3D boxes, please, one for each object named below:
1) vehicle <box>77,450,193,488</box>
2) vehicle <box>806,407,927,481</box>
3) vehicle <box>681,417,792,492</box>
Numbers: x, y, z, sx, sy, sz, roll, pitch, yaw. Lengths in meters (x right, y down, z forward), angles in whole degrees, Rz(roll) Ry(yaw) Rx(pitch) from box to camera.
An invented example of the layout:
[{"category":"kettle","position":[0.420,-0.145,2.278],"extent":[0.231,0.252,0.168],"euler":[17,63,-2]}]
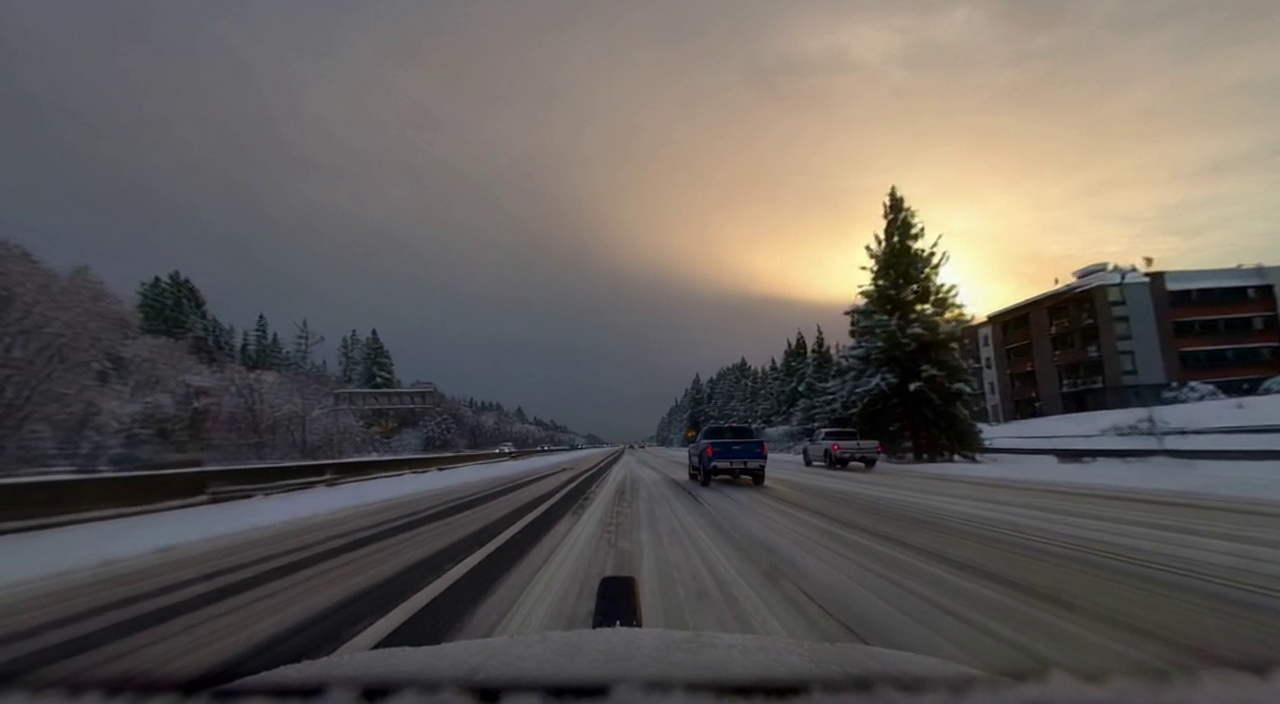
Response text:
[{"category":"vehicle","position":[-23.270,5.393,29.357],"extent":[1.882,1.579,4.247],"euler":[0,-8,-1]},{"category":"vehicle","position":[7.760,3.266,22.380],"extent":[2.158,2.268,5.396],"euler":[0,-9,-1]},{"category":"vehicle","position":[2.761,3.106,19.437],"extent":[2.462,1.984,4.718],"euler":[0,-9,-2]}]
